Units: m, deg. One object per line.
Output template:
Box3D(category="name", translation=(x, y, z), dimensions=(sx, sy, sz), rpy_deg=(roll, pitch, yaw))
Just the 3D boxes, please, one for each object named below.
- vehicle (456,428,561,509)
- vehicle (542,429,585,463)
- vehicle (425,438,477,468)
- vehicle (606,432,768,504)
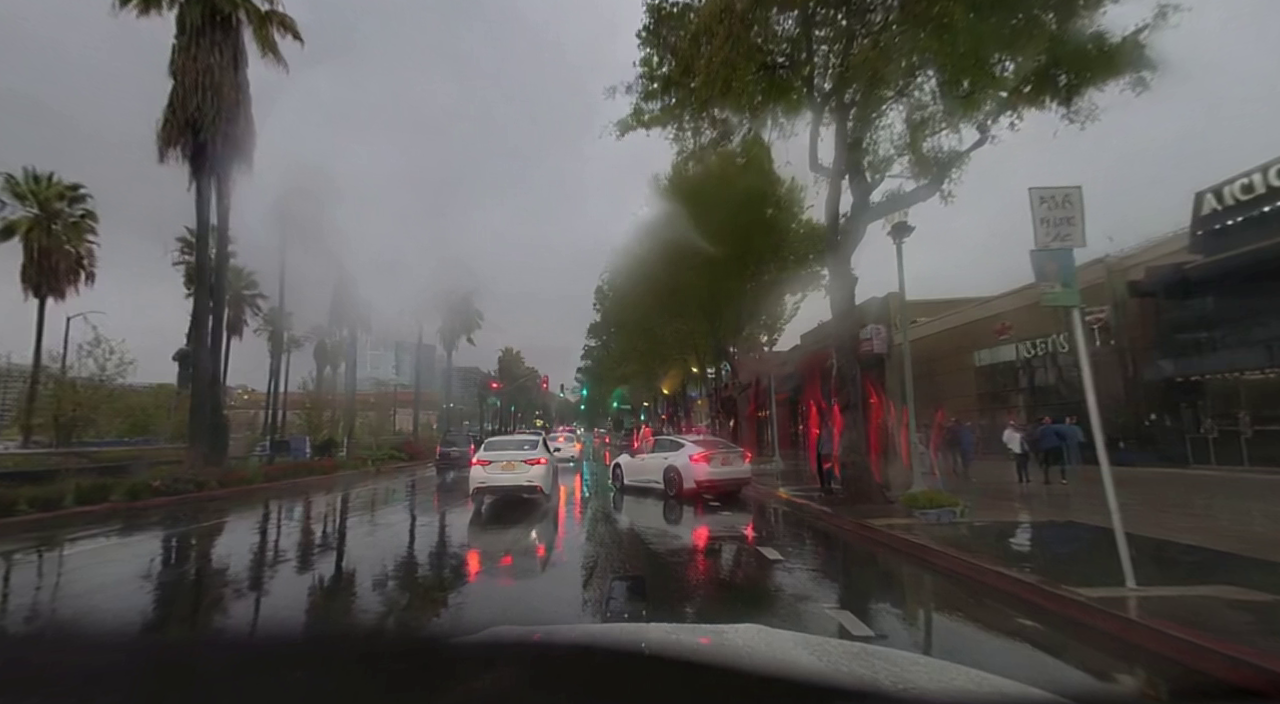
Box3D(category="vehicle", translation=(-2.961, 2.719, 15.126), dimensions=(2.039, 1.628, 4.331), rpy_deg=(1, -9, -7))
Box3D(category="vehicle", translation=(-4.643, 5.805, 38.893), dimensions=(2.277, 1.937, 4.487), rpy_deg=(0, -9, -2))
Box3D(category="vehicle", translation=(-10.676, 5.707, 35.871), dimensions=(1.930, 1.583, 4.423), rpy_deg=(0, -9, -5))
Box3D(category="vehicle", translation=(0.942, 2.788, 15.617), dimensions=(1.930, 1.477, 4.657), rpy_deg=(4, -9, -25))
